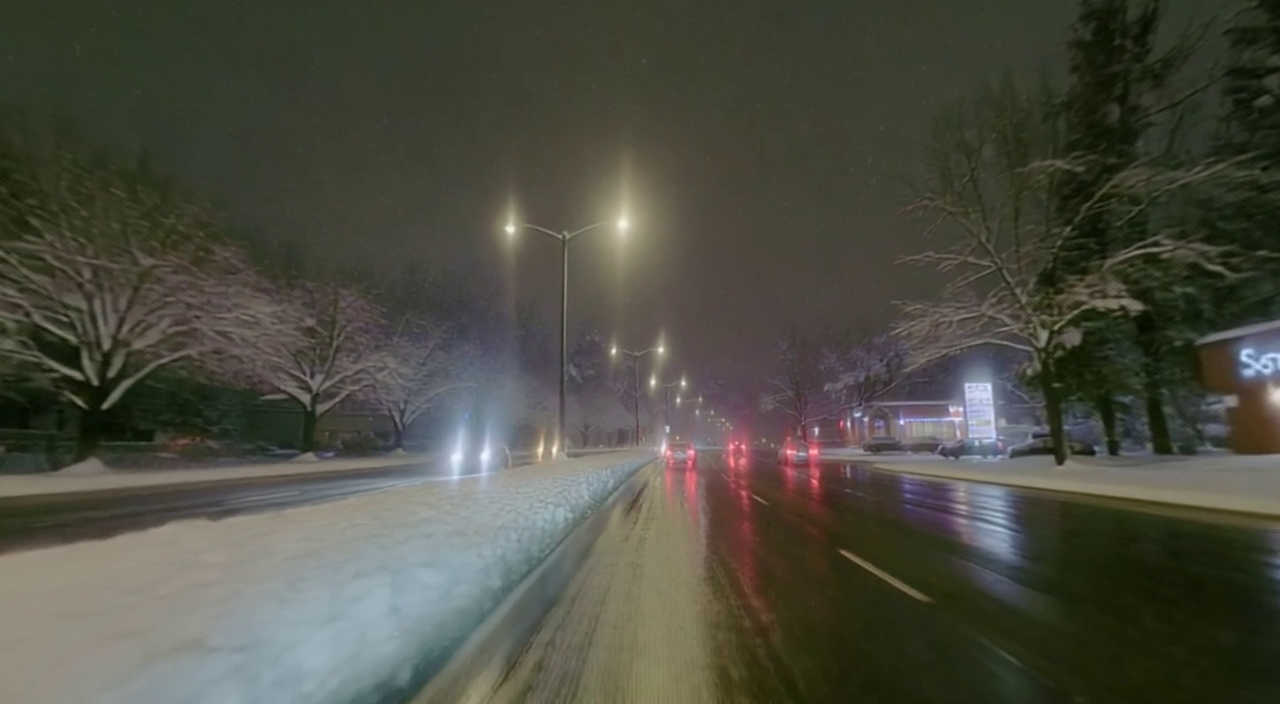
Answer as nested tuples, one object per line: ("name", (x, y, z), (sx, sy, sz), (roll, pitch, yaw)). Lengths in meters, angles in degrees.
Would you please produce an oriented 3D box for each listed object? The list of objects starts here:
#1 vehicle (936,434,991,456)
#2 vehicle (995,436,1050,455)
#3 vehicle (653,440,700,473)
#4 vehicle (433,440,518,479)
("vehicle", (25.163, 7.250, 49.299), (1.864, 1.655, 4.179), (0, -8, -2))
("vehicle", (30.174, 7.387, 49.991), (1.844, 1.481, 3.904), (0, -8, -1))
("vehicle", (1.808, 4.968, 30.366), (2.095, 1.456, 3.873), (-1, -8, 5))
("vehicle", (-6.892, 4.524, 27.057), (2.063, 1.483, 4.751), (-1, -8, 4))
